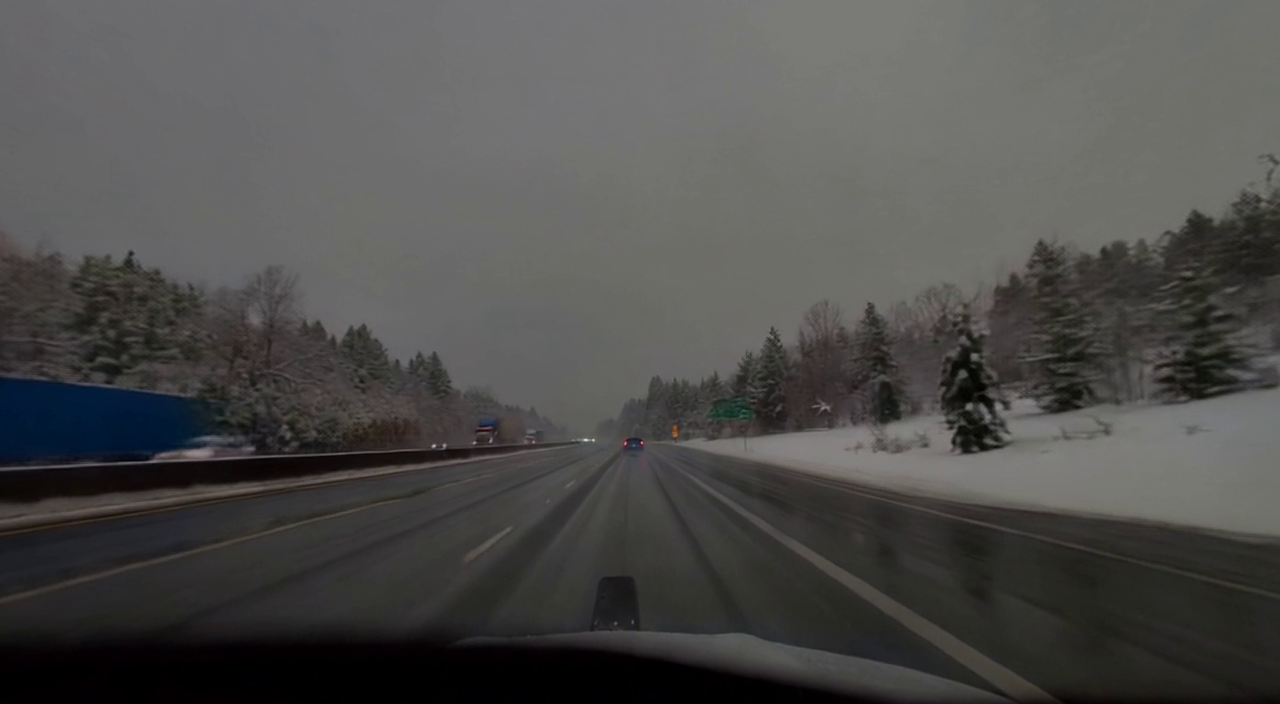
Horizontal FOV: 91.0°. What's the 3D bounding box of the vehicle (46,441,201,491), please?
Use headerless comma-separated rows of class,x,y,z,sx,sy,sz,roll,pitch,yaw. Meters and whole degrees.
vehicle,-16.377,3.589,20.240,1.759,1.446,3.742,0,-8,0

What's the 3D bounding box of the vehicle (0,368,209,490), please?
vehicle,-22.754,3.027,24.168,2.903,3.996,13.840,0,-8,-1

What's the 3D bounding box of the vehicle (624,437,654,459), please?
vehicle,-0.104,6.763,44.498,2.028,1.440,3.690,0,-8,-2
